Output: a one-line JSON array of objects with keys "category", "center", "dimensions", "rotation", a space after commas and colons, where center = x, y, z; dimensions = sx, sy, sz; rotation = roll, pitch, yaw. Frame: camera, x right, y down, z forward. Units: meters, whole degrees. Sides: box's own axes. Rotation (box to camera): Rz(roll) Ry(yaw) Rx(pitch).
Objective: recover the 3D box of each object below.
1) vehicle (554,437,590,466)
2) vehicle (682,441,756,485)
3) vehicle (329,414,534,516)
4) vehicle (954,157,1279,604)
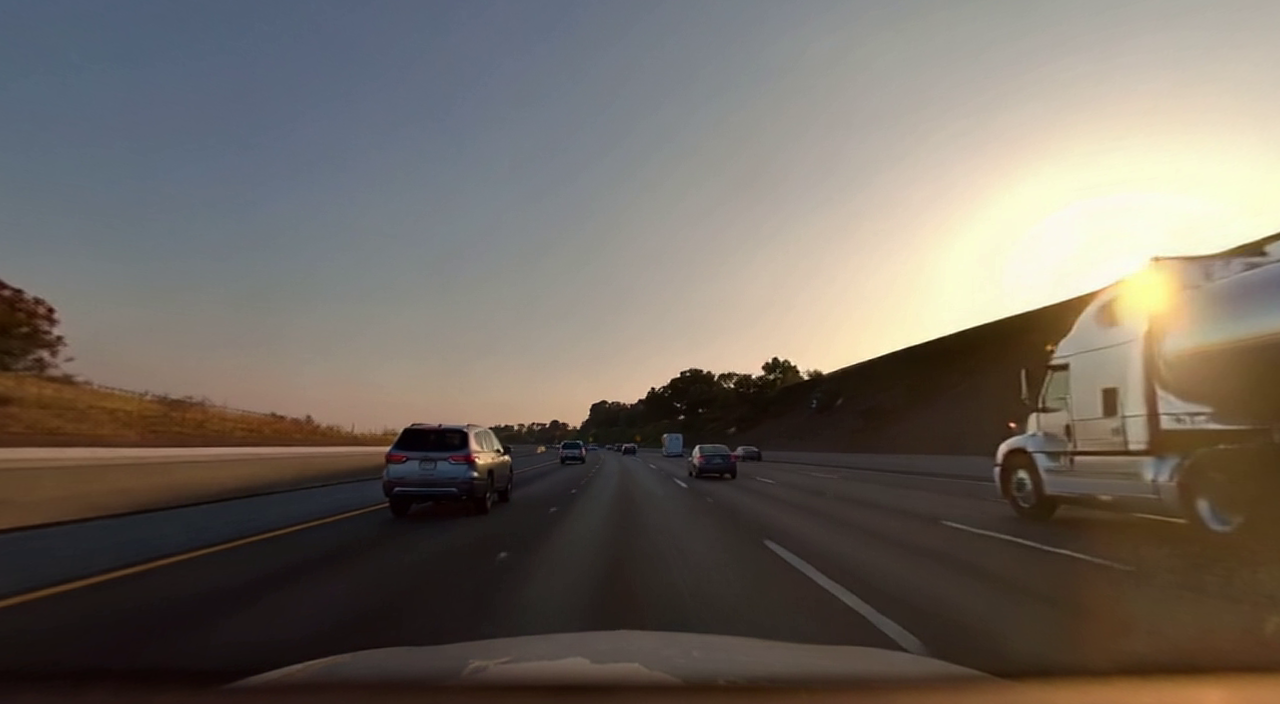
[{"category": "vehicle", "center": [-4.504, 6.674, 42.451], "dimensions": [2.149, 1.843, 4.348], "rotation": [0, -8, -3]}, {"category": "vehicle", "center": [2.915, 4.191, 24.234], "dimensions": [2.053, 1.510, 4.400], "rotation": [0, -8, -3]}, {"category": "vehicle", "center": [-4.259, 2.477, 14.381], "dimensions": [2.684, 1.839, 5.803], "rotation": [0, -8, 0]}, {"category": "vehicle", "center": [7.316, 0.171, 4.921], "dimensions": [3.548, 3.827, 11.870], "rotation": [0, -8, 0]}]
